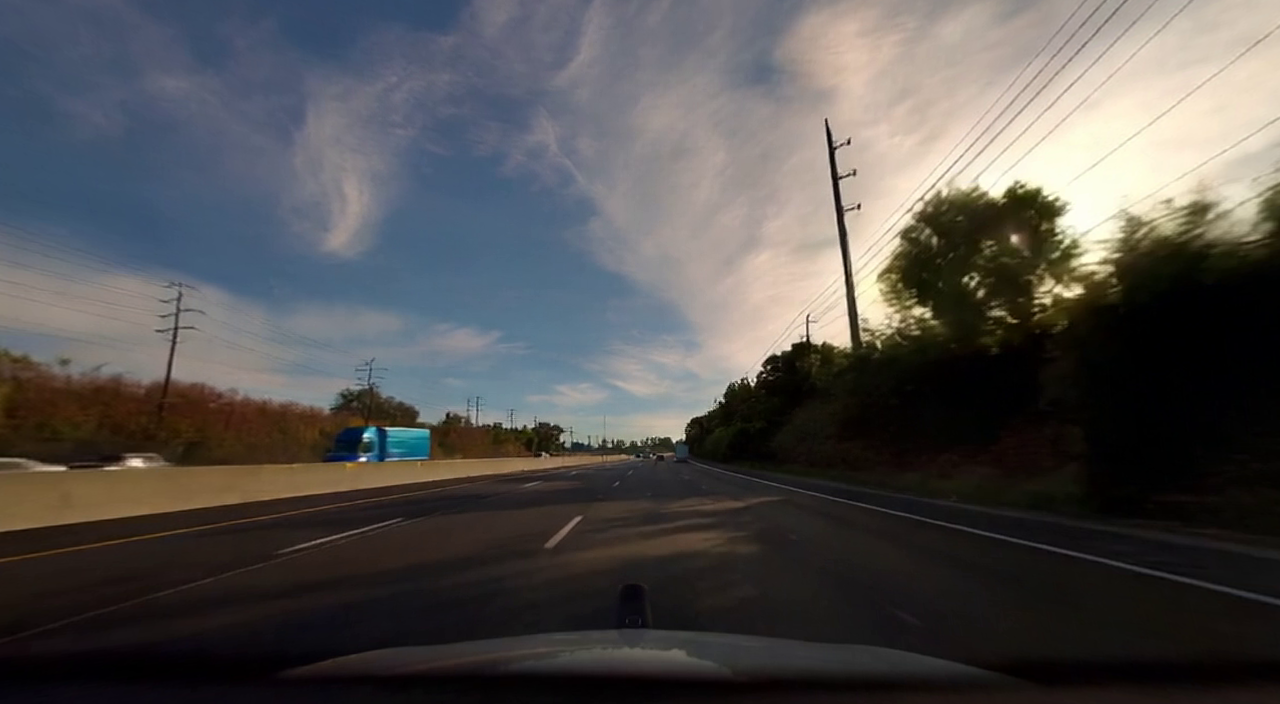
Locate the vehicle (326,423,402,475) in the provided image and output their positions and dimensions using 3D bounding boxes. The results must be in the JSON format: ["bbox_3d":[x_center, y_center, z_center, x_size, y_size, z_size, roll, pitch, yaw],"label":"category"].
[{"bbox_3d":[-21.660,7.698,49.885,2.923,3.816,6.441,0,-9,1],"label":"vehicle"}]

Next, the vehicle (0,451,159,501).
[{"bbox_3d":[-18.923,4.112,21.321,1.853,1.503,4.223,0,-9,1],"label":"vehicle"}]
